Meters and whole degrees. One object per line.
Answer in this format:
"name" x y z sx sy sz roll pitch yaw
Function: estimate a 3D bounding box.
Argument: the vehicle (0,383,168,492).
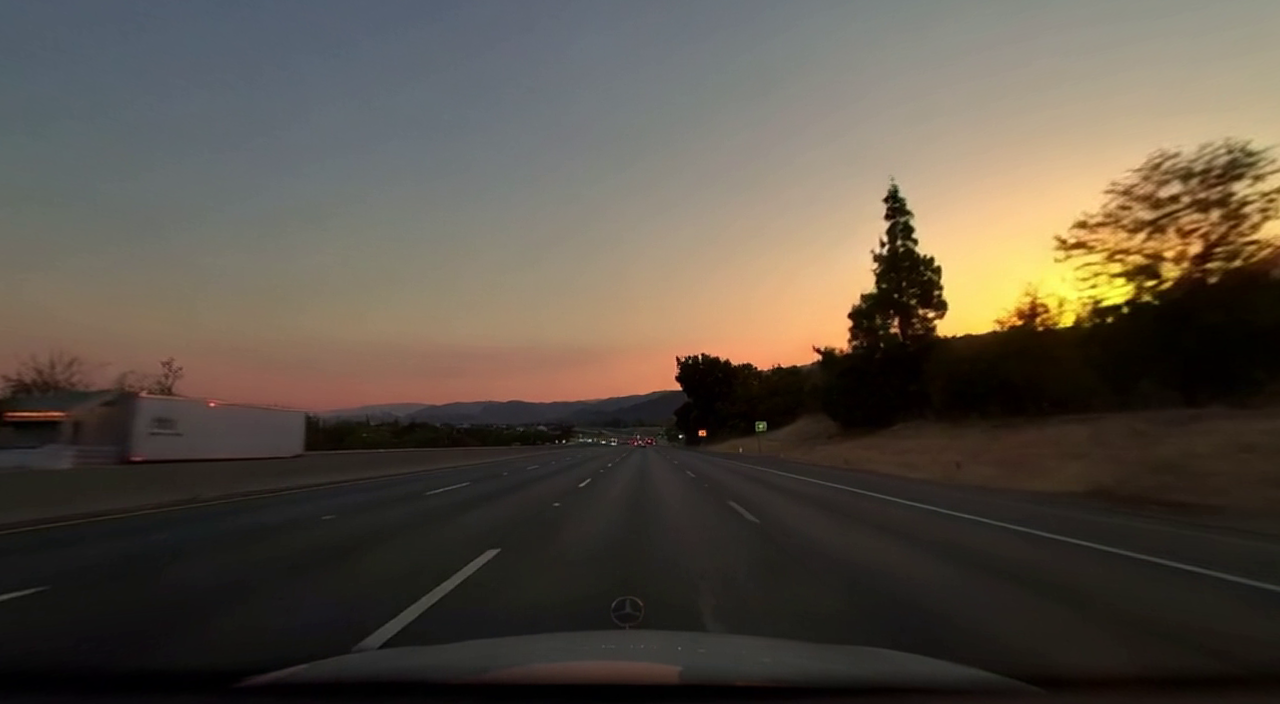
"vehicle" -23.175 3.529 25.949 2.978 4.016 5.378 0 -8 0
